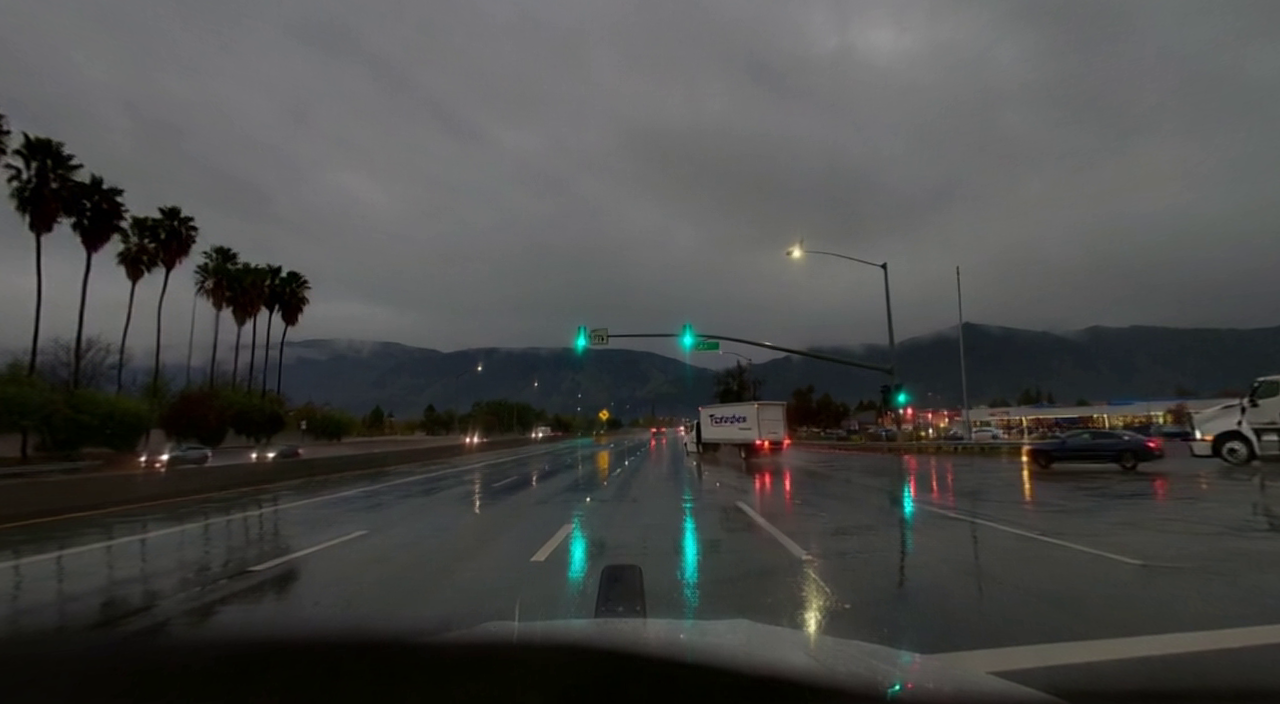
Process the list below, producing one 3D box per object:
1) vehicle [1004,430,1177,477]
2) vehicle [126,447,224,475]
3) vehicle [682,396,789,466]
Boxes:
[{"bbox_3d":[15.546,3.531,22.022,4.508,1.493,1.907,-3,-9,22],"label":"vehicle"},{"bbox_3d":[-26.237,6.160,35.674,1.868,1.469,4.746,0,-9,1],"label":"vehicle"},{"bbox_3d":[5.038,4.459,34.890,3.237,3.414,7.088,2,-9,-15],"label":"vehicle"}]
